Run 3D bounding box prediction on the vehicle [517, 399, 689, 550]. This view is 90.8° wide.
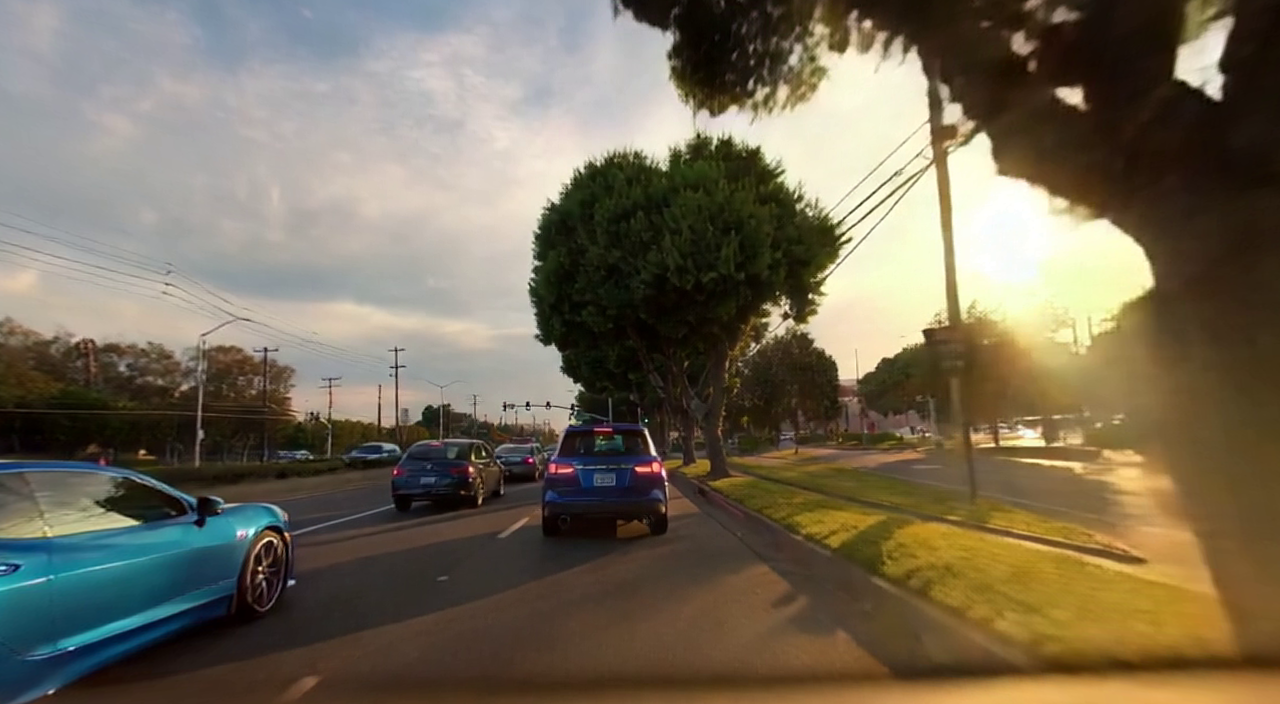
[{"bbox_3d":[-0.469,1.730,9.467,2.012,1.769,3.897,0,-8,-1],"label":"vehicle"}]

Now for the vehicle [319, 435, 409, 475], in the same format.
[{"bbox_3d":[-15.118,5.657,35.097,2.241,2.019,5.832,0,-8,1],"label":"vehicle"}]

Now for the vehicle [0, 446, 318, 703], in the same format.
[{"bbox_3d":[-3.753,1.149,3.232,1.865,1.314,4.461,0,-8,0],"label":"vehicle"}]

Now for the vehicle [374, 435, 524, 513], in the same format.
[{"bbox_3d":[-4.129,2.705,14.552,2.087,1.485,4.452,0,-8,0],"label":"vehicle"}]
